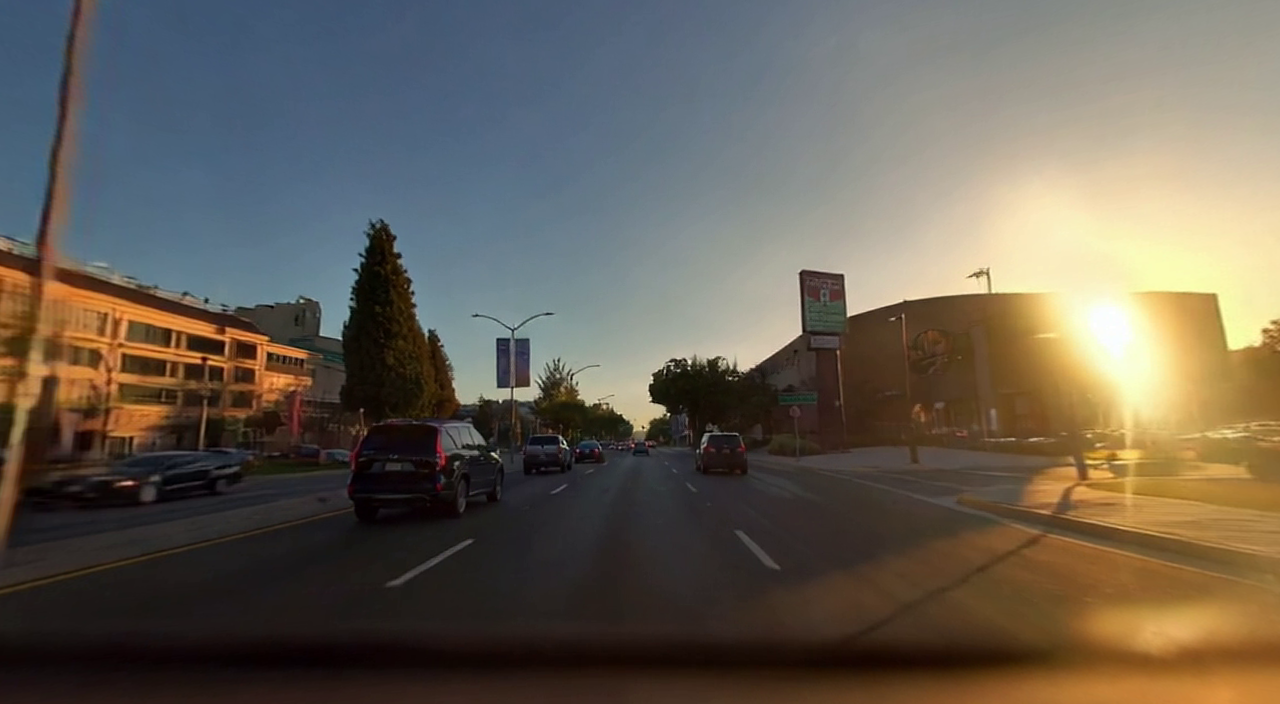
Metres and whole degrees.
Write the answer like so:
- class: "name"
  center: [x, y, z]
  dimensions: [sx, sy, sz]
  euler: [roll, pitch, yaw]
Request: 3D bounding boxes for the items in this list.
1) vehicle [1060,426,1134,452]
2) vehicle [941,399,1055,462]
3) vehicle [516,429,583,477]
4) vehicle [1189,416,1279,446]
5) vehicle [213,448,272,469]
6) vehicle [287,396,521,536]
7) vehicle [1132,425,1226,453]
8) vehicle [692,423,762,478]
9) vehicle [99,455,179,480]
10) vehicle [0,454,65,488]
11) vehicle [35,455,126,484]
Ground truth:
- class: "vehicle"
  center: [30.364, 5.810, 41.838]
  dimensions: [1.830, 1.651, 3.967]
  euler: [0, -8, -1]
- class: "vehicle"
  center: [21.999, 4.951, 39.146]
  dimensions: [2.758, 3.509, 7.034]
  euler: [0, -8, -1]
- class: "vehicle"
  center: [-3.606, 4.090, 25.786]
  dimensions: [2.014, 1.775, 4.404]
  euler: [0, -8, 1]
- class: "vehicle"
  center: [33.595, 4.497, 35.379]
  dimensions: [1.776, 1.565, 3.870]
  euler: [0, -9, 1]
- class: "vehicle"
  center: [-29.856, 8.015, 47.283]
  dimensions: [3.617, 1.442, 1.608]
  euler: [4, -9, -29]
- class: "vehicle"
  center: [-3.735, 1.922, 11.183]
  dimensions: [2.210, 1.925, 4.838]
  euler: [0, -8, 1]
- class: "vehicle"
  center: [30.848, 5.022, 36.100]
  dimensions: [1.735, 1.478, 4.040]
  euler: [0, -8, -2]
- class: "vehicle"
  center: [3.257, 3.799, 24.448]
  dimensions: [2.024, 1.921, 4.431]
  euler: [0, -8, -1]
- class: "vehicle"
  center: [-30.929, 7.117, 38.873]
  dimensions: [3.686, 1.382, 1.629]
  euler: [6, -10, -36]
- class: "vehicle"
  center: [-31.361, 5.940, 31.403]
  dimensions: [3.631, 1.578, 1.612]
  euler: [6, -10, -38]
- class: "vehicle"
  center: [-31.042, 6.478, 34.901]
  dimensions: [3.607, 1.428, 1.639]
  euler: [7, -11, -41]
